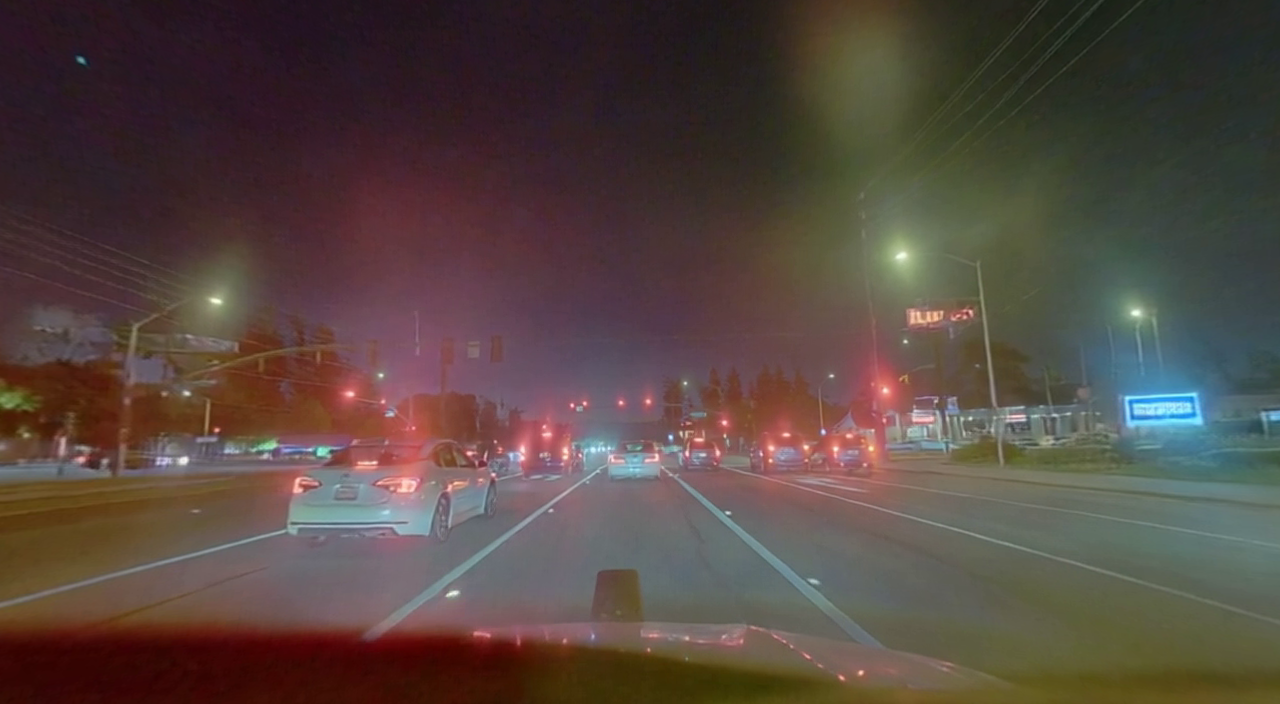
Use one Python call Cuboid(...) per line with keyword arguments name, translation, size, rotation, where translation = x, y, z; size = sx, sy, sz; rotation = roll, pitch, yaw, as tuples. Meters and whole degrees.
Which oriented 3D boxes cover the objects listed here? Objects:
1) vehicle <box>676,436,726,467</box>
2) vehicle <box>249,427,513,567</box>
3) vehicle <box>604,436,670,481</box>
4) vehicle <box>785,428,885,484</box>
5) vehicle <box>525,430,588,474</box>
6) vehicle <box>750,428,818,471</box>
Cuboid(name="vehicle", translation=(3.094, 5.158, 32.910), size=(1.987, 1.515, 4.521), rotation=(0, -8, -2))
Cuboid(name="vehicle", translation=(-3.191, 1.864, 8.909), size=(1.837, 1.463, 4.311), rotation=(0, -8, 1))
Cuboid(name="vehicle", translation=(-0.130, 3.686, 22.160), size=(2.098, 1.431, 3.958), rotation=(0, -8, -1))
Cuboid(name="vehicle", translation=(6.459, 3.496, 21.470), size=(1.945, 1.706, 4.190), rotation=(0, -8, -2))
Cuboid(name="vehicle", translation=(-3.417, 4.195, 26.646), size=(2.033, 1.714, 4.278), rotation=(0, -8, 0))
Cuboid(name="vehicle", translation=(7.226, 4.974, 32.426), size=(2.156, 1.982, 5.358), rotation=(0, -8, -1))
